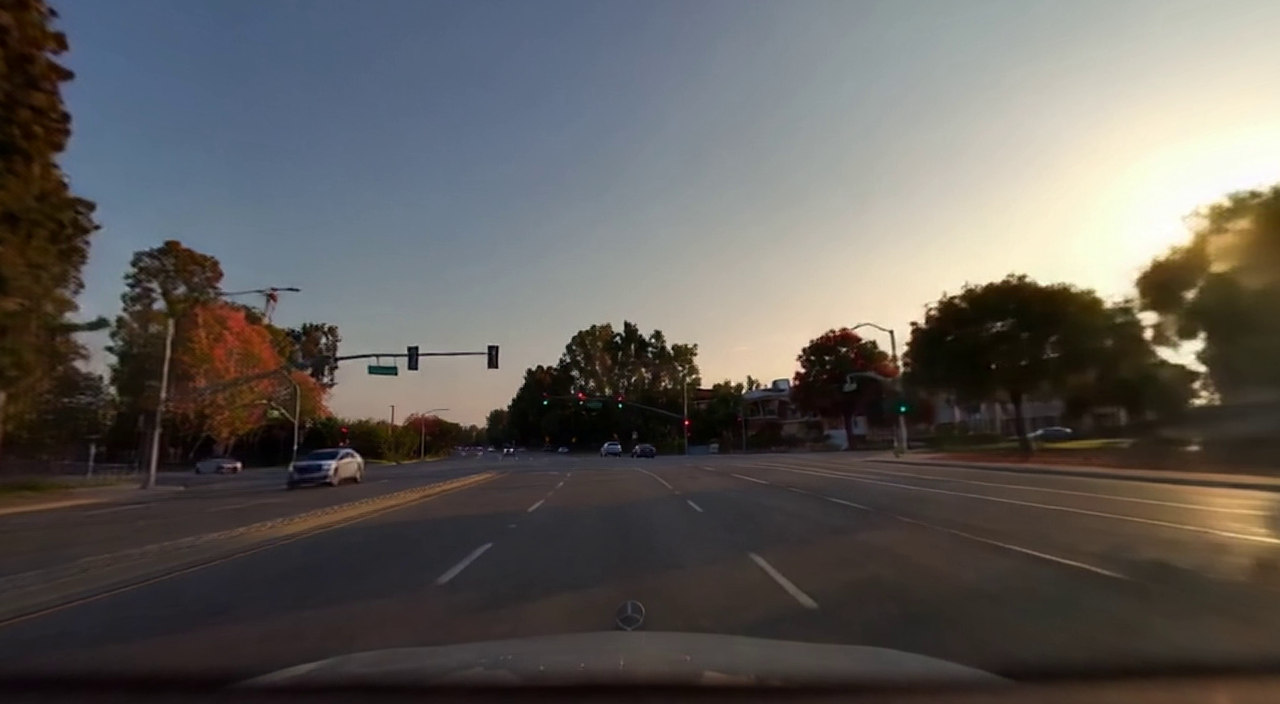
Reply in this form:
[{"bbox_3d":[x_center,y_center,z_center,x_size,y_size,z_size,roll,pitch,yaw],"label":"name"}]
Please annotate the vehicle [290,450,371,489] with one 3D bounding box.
[{"bbox_3d":[-14.623,5.518,30.098,2.017,1.611,4.403,-1,-8,-6],"label":"vehicle"}]
